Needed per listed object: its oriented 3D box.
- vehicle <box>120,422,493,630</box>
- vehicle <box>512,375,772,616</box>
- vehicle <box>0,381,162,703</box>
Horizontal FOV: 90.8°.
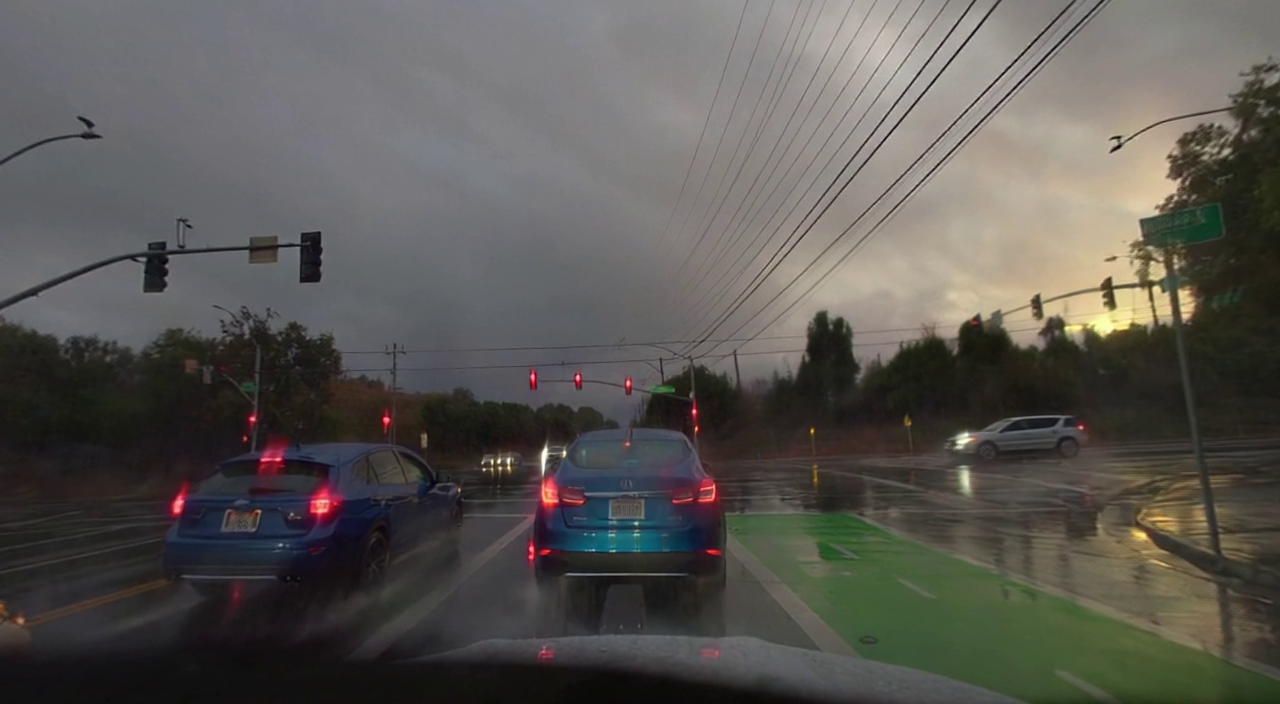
[{"bbox_3d":[-2.927,1.609,6.657,1.726,1.506,3.840,0,-10,1],"label":"vehicle"},{"bbox_3d":[-0.017,1.564,7.656,2.036,1.885,5.196,0,-10,-1],"label":"vehicle"},{"bbox_3d":[-3.475,0.591,0.451,2.138,1.488,5.327,0,-8,0],"label":"vehicle"}]
